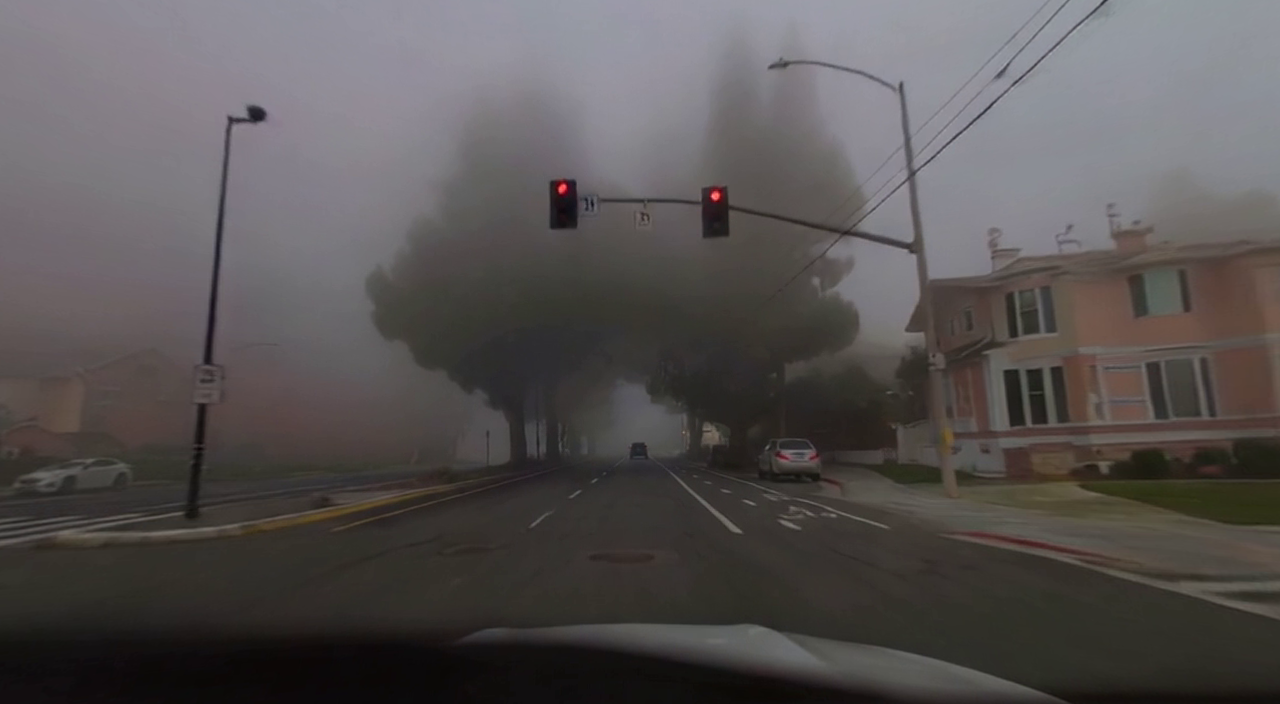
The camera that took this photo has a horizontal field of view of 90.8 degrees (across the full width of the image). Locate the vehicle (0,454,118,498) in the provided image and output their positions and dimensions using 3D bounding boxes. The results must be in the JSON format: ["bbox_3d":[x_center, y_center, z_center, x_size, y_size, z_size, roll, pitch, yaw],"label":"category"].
[{"bbox_3d":[-25.819,5.348,27.676,1.912,1.681,4.625,0,-9,-1],"label":"vehicle"}]

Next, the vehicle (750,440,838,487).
[{"bbox_3d":[5.697,4.172,24.055,2.066,1.552,4.799,0,-8,-1],"label":"vehicle"}]

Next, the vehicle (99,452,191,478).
[{"bbox_3d":[-37.915,8.653,48.456,4.982,1.915,2.401,0,-8,0],"label":"vehicle"}]

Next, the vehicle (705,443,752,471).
[{"bbox_3d":[5.496,6.567,39.919,2.131,1.604,5.543,0,-8,0],"label":"vehicle"}]
